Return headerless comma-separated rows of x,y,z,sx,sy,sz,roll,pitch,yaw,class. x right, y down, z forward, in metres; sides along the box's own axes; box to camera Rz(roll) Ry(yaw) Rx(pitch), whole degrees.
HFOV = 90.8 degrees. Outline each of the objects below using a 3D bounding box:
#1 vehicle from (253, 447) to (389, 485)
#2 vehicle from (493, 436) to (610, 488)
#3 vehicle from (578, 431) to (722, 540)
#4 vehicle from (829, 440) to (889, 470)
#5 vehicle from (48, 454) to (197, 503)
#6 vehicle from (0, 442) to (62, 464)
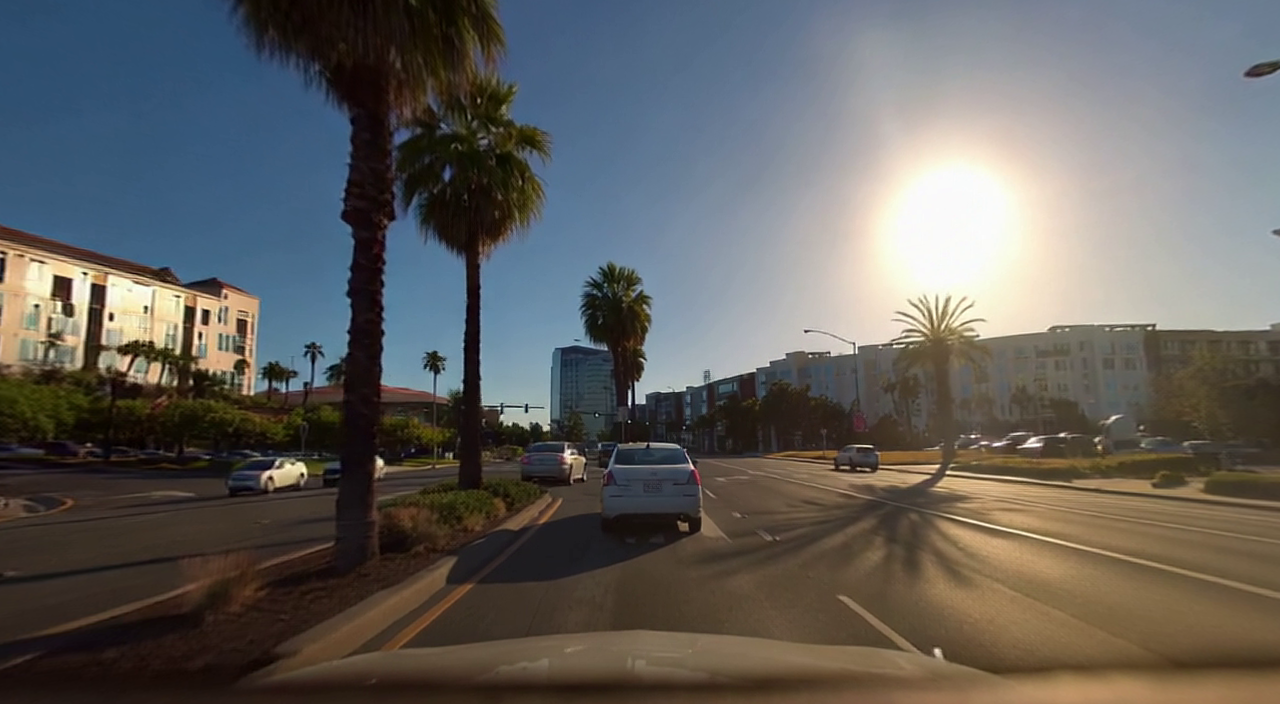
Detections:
-13.157,4.699,26.188,4.585,1.479,2.088,-2,-9,10,vehicle
-3.092,3.643,21.279,2.095,1.552,4.457,6,-10,-34,vehicle
0.070,2.171,10.947,1.986,1.473,4.382,0,-9,-2,vehicle
14.079,6.646,40.932,2.131,1.832,5.203,0,-9,1,vehicle
-17.385,4.191,21.262,4.071,1.442,1.948,-3,-9,20,vehicle
-43.026,6.896,43.372,1.748,1.449,4.502,-4,-10,26,vehicle
